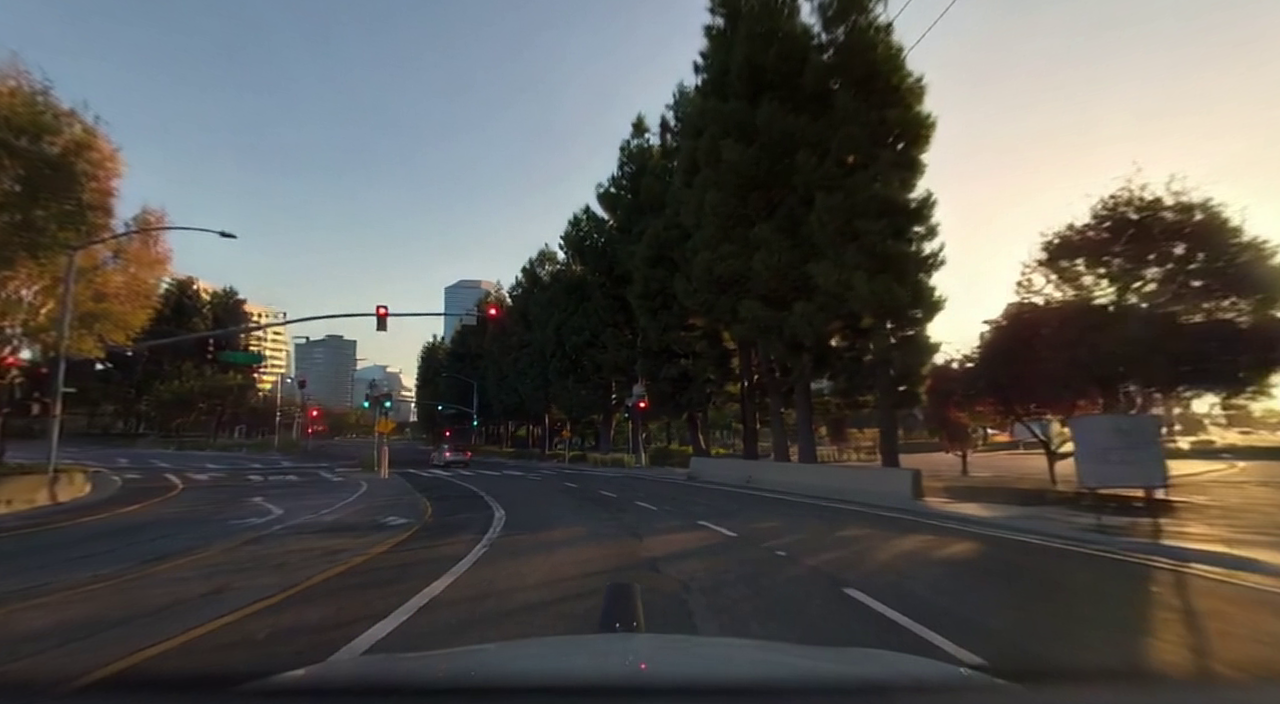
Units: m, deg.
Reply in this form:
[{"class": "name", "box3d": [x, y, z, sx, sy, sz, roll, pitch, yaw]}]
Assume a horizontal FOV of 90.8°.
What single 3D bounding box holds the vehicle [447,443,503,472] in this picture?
[{"class": "vehicle", "box3d": [-9.321, 5.895, 35.496, 2.163, 1.537, 4.368, 4, -10, -26]}]
